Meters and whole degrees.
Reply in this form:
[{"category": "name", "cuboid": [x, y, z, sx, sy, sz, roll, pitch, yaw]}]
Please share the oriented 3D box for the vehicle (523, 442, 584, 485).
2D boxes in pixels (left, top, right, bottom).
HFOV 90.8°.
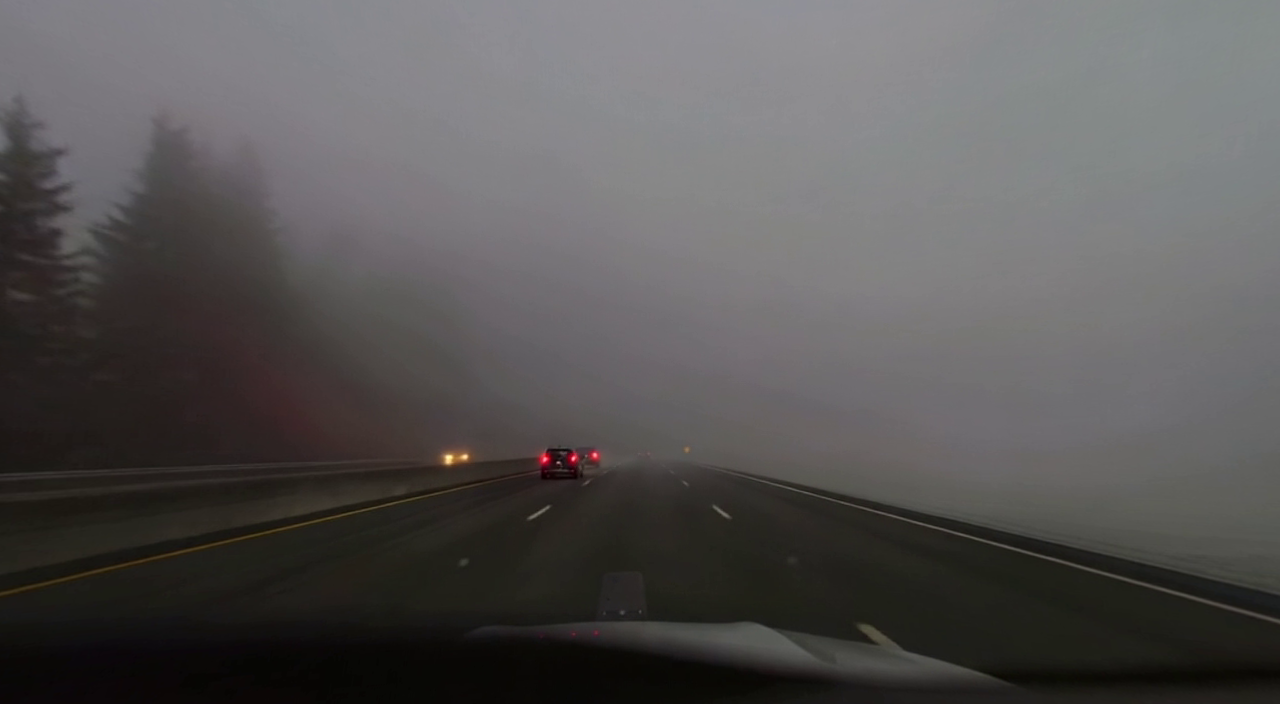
[{"category": "vehicle", "cuboid": [-3.378, 4.447, 25.410, 1.846, 1.600, 4.108, 0, -9, 1]}]
